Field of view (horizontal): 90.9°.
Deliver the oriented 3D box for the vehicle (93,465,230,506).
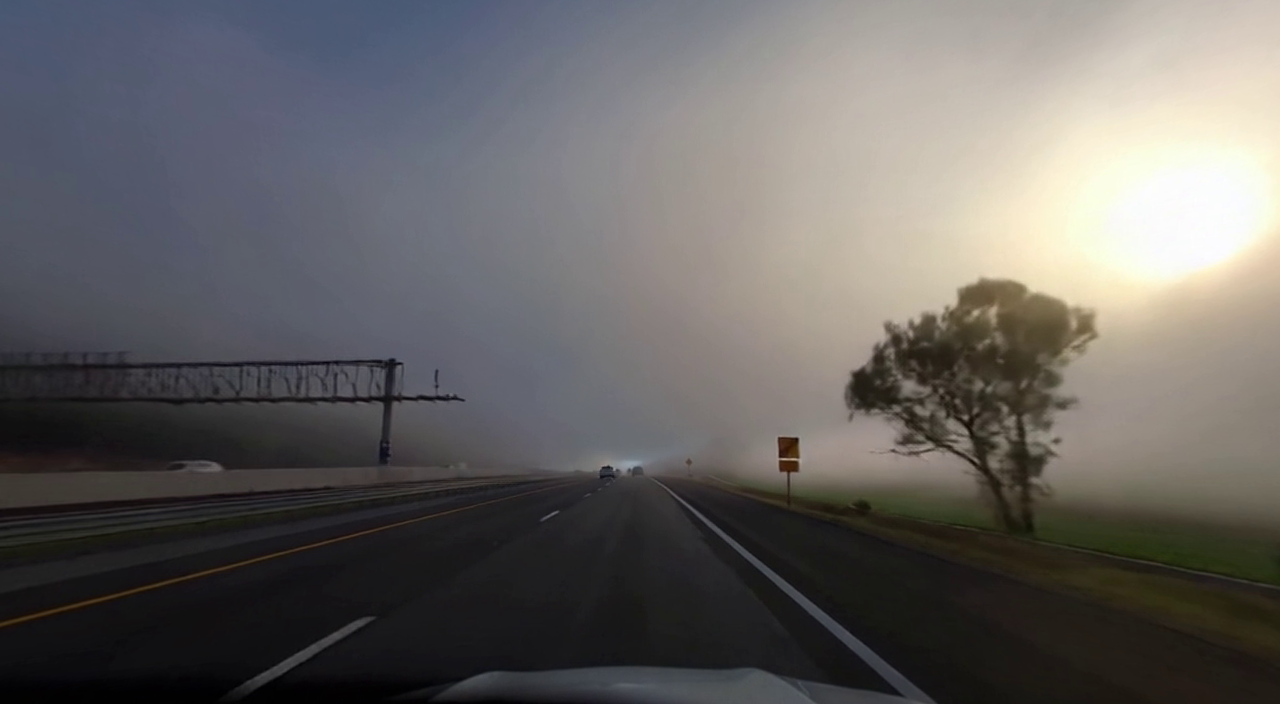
[{"bbox_3d":[-19.166,5.339,25.558,1.862,1.447,4.666,1,-10,0],"label":"vehicle"}]
